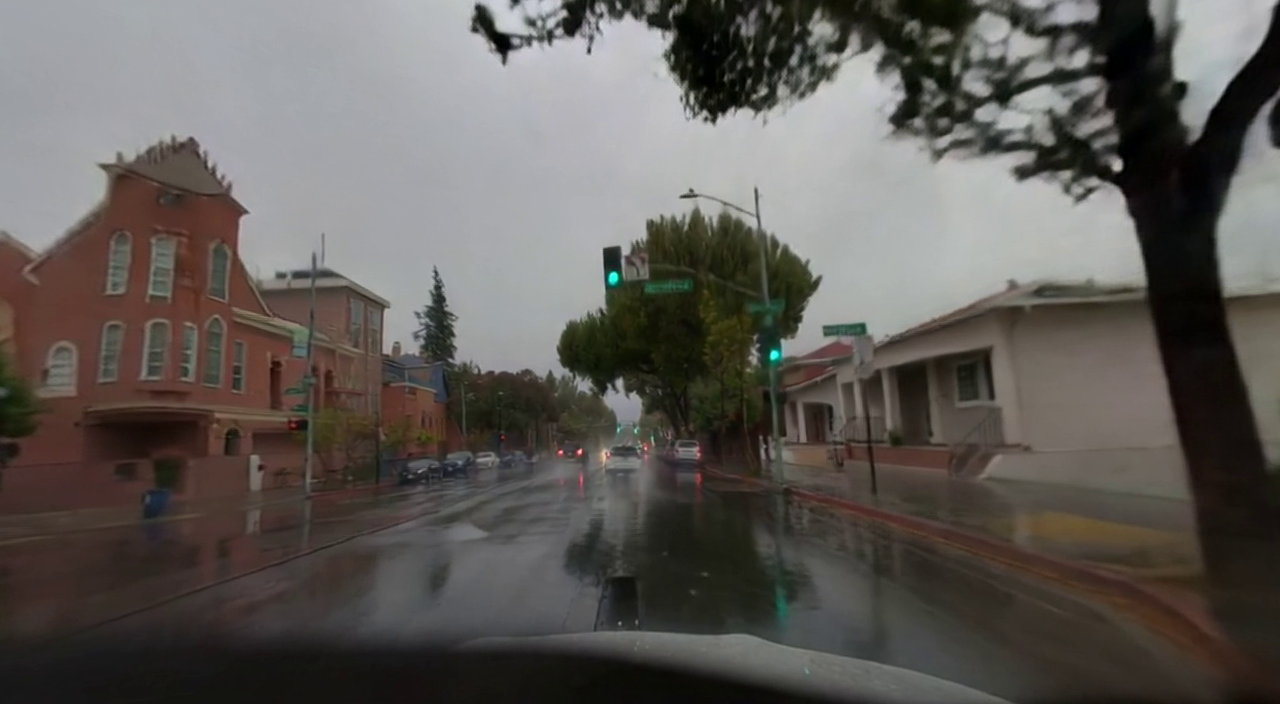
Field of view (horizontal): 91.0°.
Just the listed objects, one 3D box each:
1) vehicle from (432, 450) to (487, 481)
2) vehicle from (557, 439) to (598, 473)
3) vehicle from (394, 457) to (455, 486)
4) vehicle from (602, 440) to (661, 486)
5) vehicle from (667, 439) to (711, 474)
[{"bbox_3d":[-12.300,7.731,43.385,2.109,1.941,6.025,0,-9,-1],"label":"vehicle"},{"bbox_3d":[-3.617,6.101,37.064,1.983,1.841,4.013,0,-9,1],"label":"vehicle"},{"bbox_3d":[-12.178,6.765,35.867,1.913,1.475,4.372,0,-9,1],"label":"vehicle"},{"bbox_3d":[-0.327,4.047,23.243,1.998,1.518,4.015,0,-9,-1],"label":"vehicle"},{"bbox_3d":[2.574,5.659,34.271,1.969,1.725,4.387,0,-9,-1],"label":"vehicle"}]
